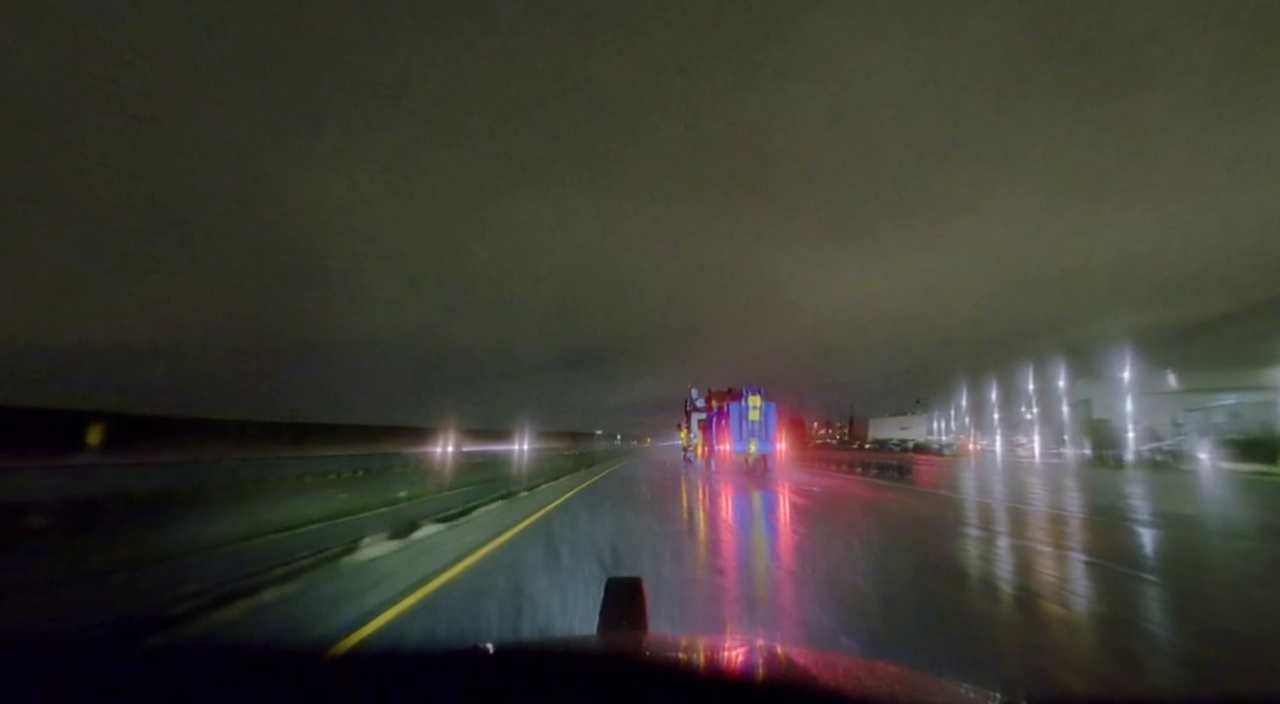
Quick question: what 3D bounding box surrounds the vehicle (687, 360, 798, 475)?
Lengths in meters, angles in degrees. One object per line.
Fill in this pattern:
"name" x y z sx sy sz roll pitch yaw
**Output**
"vehicle" 3.785 2.746 25.211 3.279 3.956 6.541 0 -9 0
